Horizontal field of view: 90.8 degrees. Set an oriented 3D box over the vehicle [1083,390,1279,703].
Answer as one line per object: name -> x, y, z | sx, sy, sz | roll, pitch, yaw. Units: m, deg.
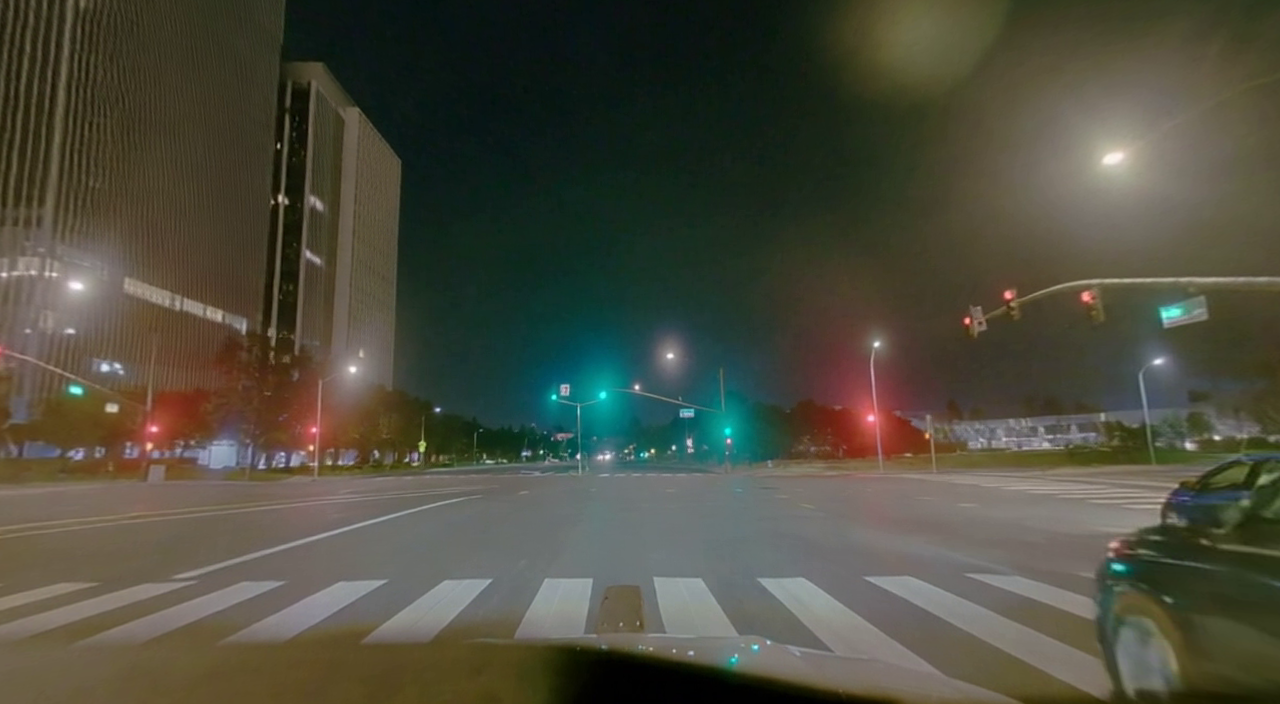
vehicle -> 3.185, 0.669, 0.520 | 2.089, 1.539, 4.767 | 0, -9, -1
